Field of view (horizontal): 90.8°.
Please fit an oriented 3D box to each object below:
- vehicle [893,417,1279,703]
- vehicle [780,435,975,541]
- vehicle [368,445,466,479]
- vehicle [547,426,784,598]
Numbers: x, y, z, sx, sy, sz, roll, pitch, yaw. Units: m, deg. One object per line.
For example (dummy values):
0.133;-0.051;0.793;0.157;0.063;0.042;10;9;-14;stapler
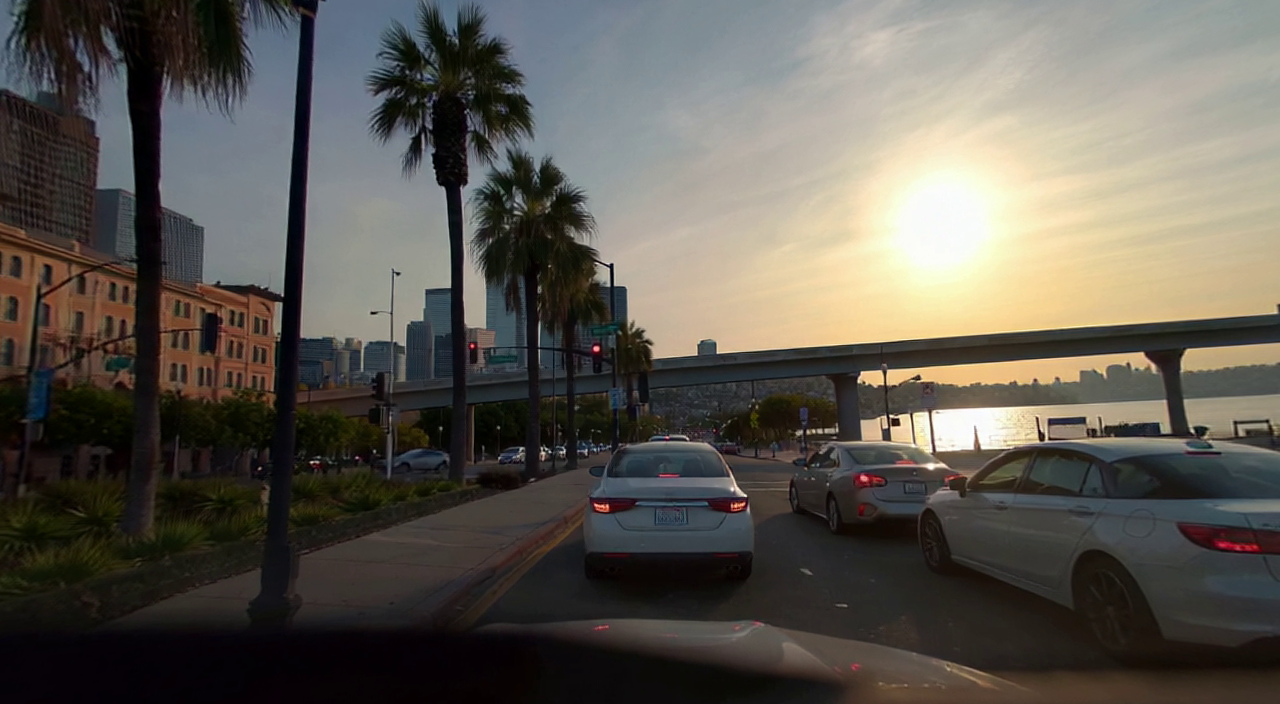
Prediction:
3.908;1.365;5.092;1.913;1.469;4.425;0;-9;0;vehicle
3.890;2.287;11.316;1.920;1.490;4.417;-1;-9;2;vehicle
-11.580;5.704;33.130;2.022;1.604;4.495;-6;-10;33;vehicle
0.255;1.702;7.512;2.093;1.503;3.681;0;-9;1;vehicle
